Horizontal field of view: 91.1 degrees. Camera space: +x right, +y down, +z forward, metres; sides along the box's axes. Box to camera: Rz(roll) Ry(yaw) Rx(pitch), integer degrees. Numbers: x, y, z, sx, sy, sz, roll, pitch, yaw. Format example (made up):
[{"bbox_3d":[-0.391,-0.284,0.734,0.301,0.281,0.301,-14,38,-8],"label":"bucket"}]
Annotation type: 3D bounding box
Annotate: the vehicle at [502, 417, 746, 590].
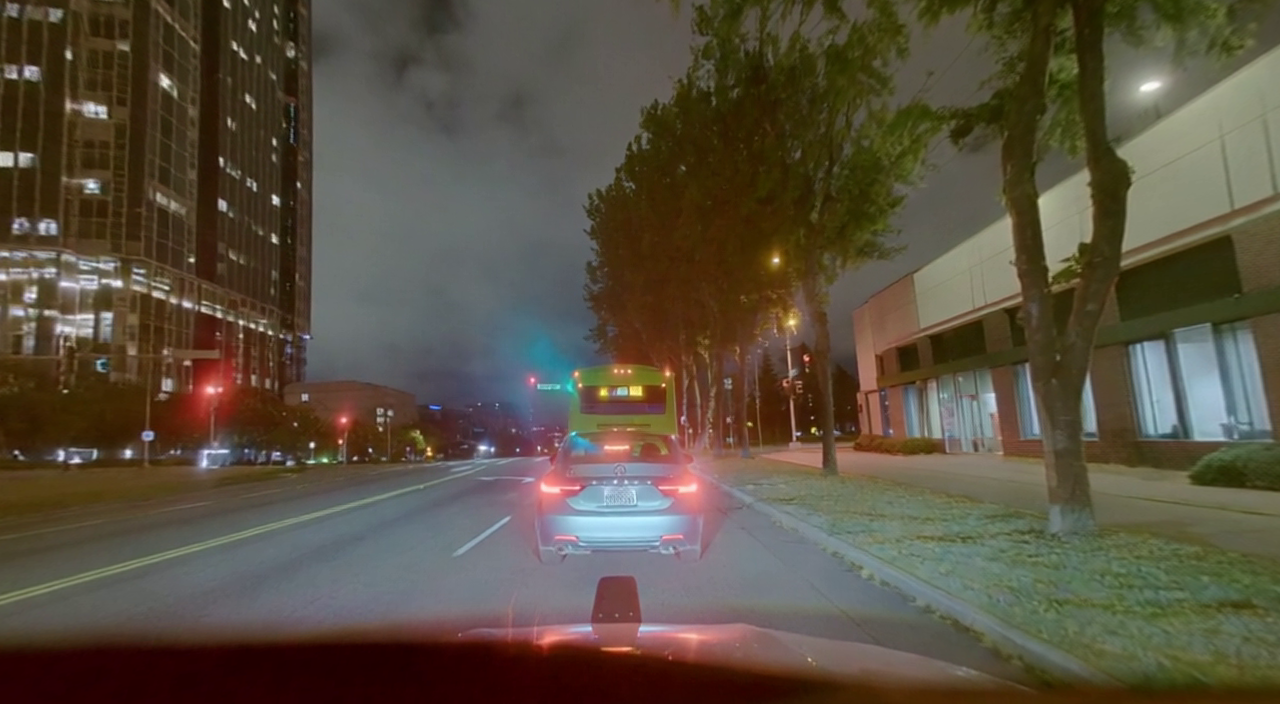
[{"bbox_3d":[-0.186,1.547,7.358,2.064,1.452,3.942,0,-8,-2],"label":"vehicle"}]
